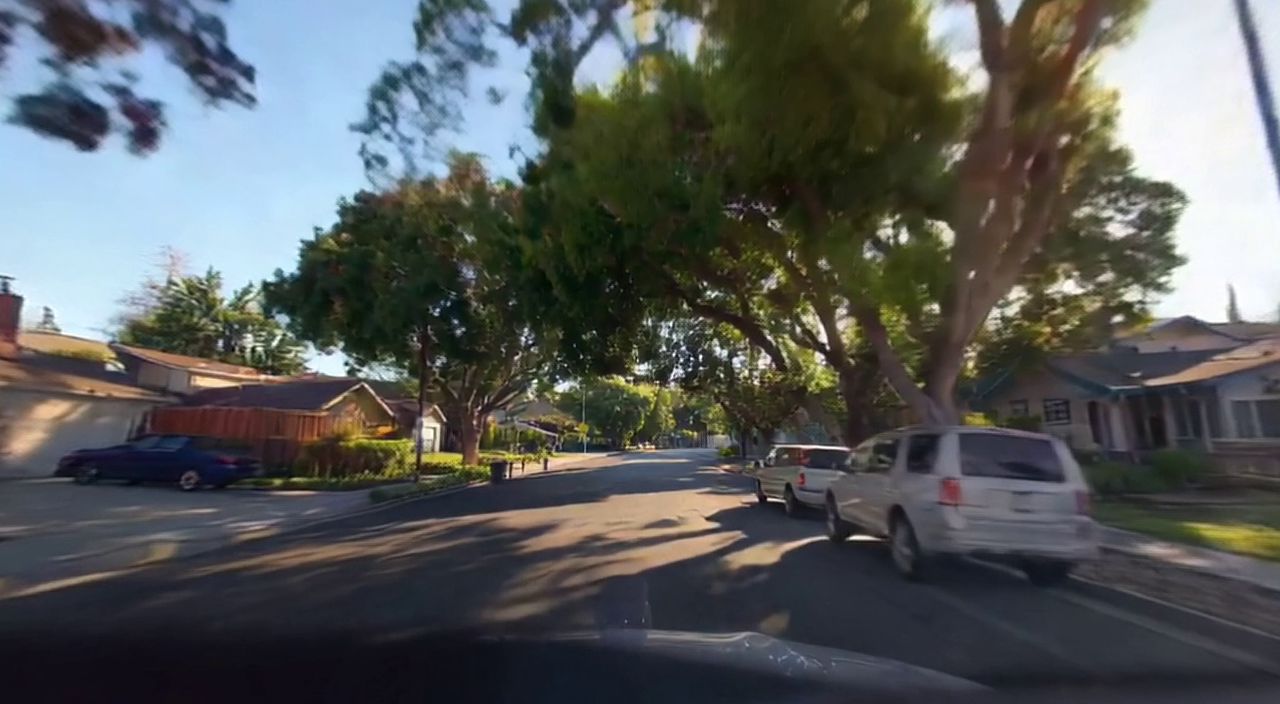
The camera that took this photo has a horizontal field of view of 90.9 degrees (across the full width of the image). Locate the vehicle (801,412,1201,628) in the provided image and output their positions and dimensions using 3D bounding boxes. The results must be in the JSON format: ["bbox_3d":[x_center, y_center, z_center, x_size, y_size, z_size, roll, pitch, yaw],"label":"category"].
[{"bbox_3d":[3.570,1.724,7.549,2.046,1.760,4.570,0,-8,0],"label":"vehicle"}]

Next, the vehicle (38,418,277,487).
[{"bbox_3d":[-12.773,2.670,16.890,4.906,1.564,1.988,1,-8,6],"label":"vehicle"}]
